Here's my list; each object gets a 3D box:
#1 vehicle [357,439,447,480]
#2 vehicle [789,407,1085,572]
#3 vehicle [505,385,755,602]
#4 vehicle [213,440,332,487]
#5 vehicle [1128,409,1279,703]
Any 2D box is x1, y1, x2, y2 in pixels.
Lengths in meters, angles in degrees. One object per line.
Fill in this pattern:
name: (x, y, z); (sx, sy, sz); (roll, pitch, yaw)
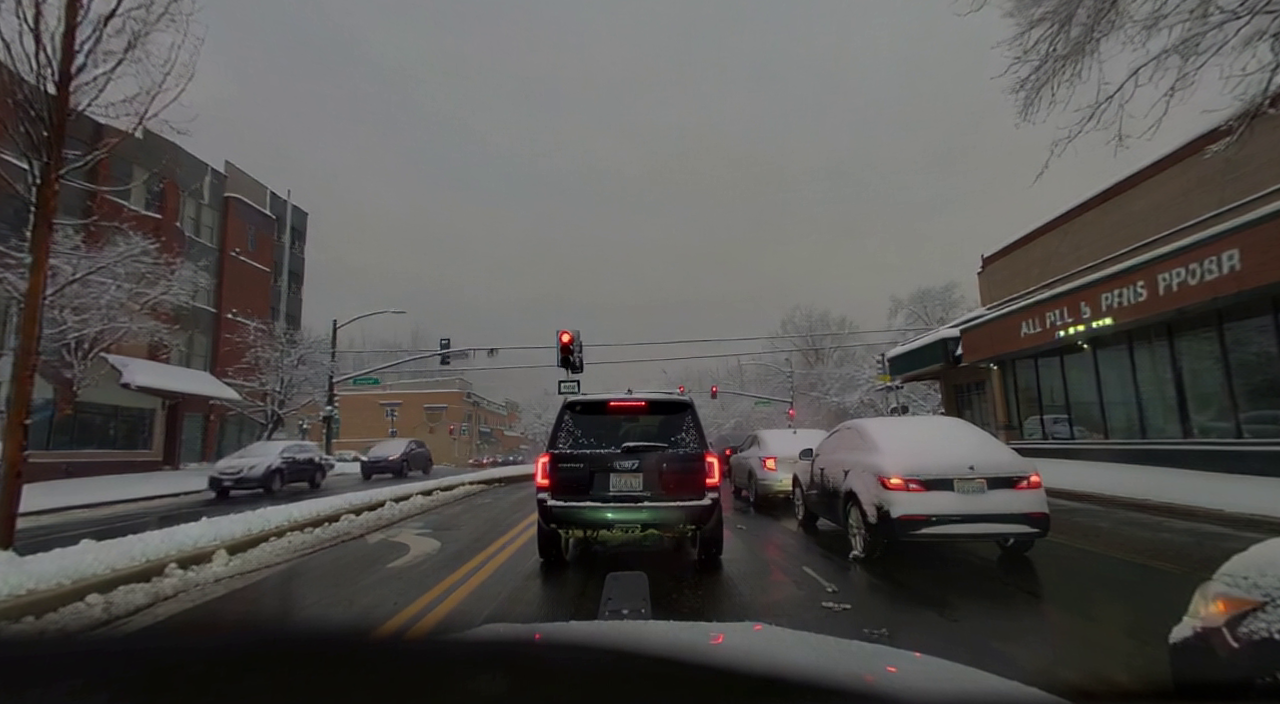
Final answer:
vehicle: (-11.575, 5.264, 31.163); (2.224, 1.840, 5.290); (0, -8, 2)
vehicle: (3.623, 1.759, 8.830); (2.036, 1.719, 4.318); (0, -8, 0)
vehicle: (-0.002, 1.537, 7.682); (2.154, 1.861, 4.280); (0, -8, 3)
vehicle: (-14.964, 4.541, 26.078); (2.102, 1.737, 4.570); (0, -8, 1)
vehicle: (3.367, 0.733, 0.811); (1.884, 1.484, 4.609); (0, -8, 2)
